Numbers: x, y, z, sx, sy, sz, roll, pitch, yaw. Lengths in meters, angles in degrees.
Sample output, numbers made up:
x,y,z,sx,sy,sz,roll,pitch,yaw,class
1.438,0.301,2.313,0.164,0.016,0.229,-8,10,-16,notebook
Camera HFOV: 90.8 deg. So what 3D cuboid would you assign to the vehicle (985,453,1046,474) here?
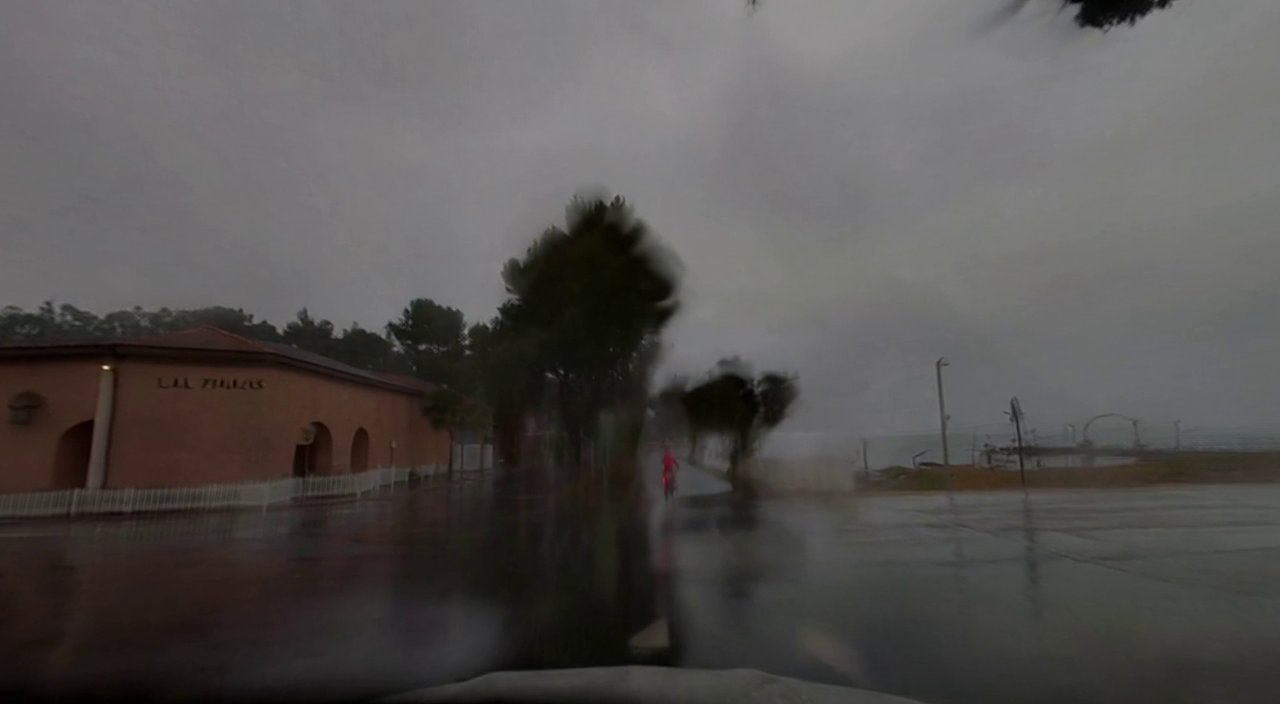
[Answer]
x,y,z,sx,sy,sz,roll,pitch,yaw,class
28.871,8.576,48.613,3.794,1.403,1.636,-1,-9,-12,vehicle
